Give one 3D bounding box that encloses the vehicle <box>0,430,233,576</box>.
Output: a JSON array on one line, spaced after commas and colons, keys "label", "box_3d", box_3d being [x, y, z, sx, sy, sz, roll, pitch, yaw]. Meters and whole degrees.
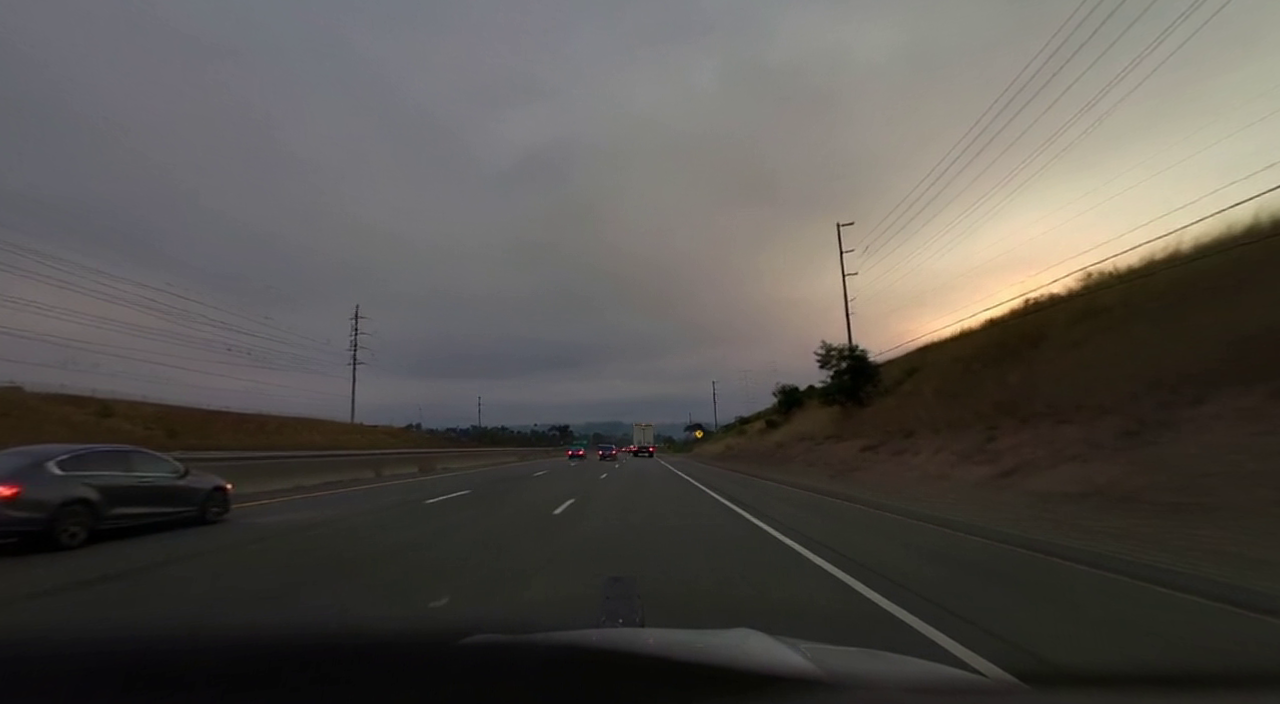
[{"label": "vehicle", "box_3d": [-7.411, 1.763, 7.895, 1.915, 1.454, 3.996, 0, -9, 1]}]
